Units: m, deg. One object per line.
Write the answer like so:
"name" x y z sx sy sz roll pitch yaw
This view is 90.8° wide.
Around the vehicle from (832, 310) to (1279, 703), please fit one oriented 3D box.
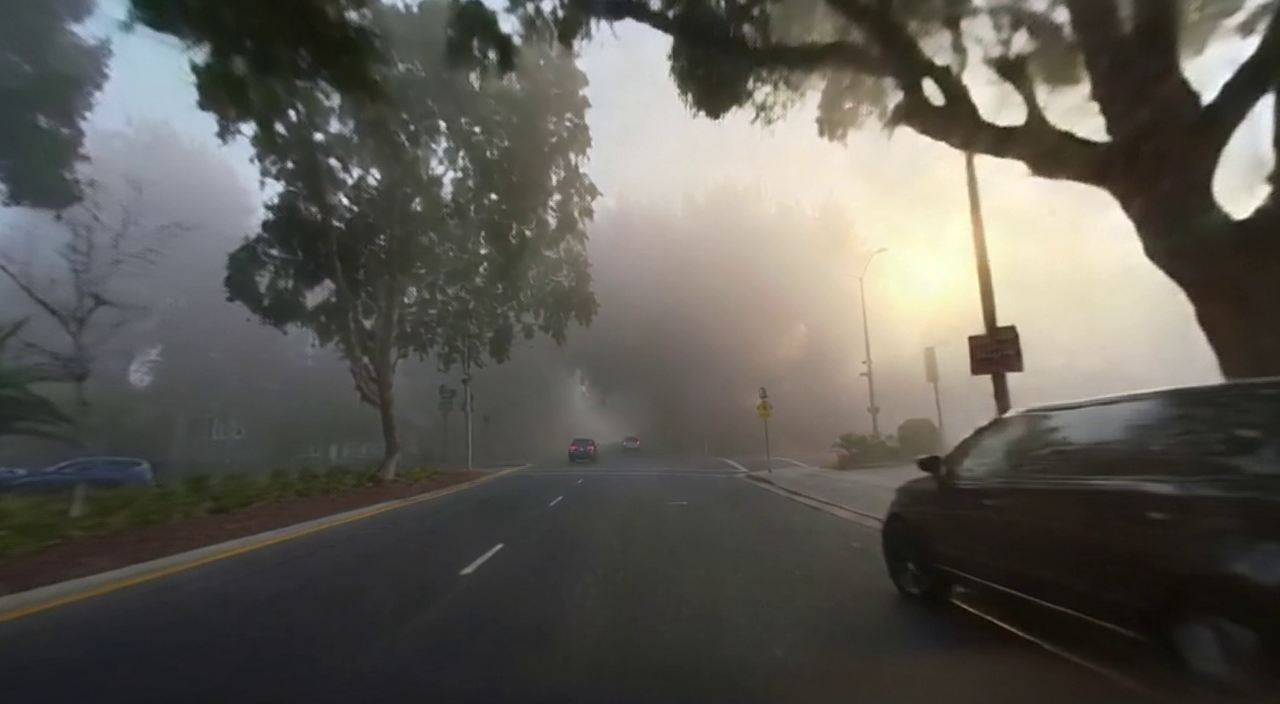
"vehicle" 3.427 1.054 3.881 2.388 1.879 6.303 2 -8 -2
